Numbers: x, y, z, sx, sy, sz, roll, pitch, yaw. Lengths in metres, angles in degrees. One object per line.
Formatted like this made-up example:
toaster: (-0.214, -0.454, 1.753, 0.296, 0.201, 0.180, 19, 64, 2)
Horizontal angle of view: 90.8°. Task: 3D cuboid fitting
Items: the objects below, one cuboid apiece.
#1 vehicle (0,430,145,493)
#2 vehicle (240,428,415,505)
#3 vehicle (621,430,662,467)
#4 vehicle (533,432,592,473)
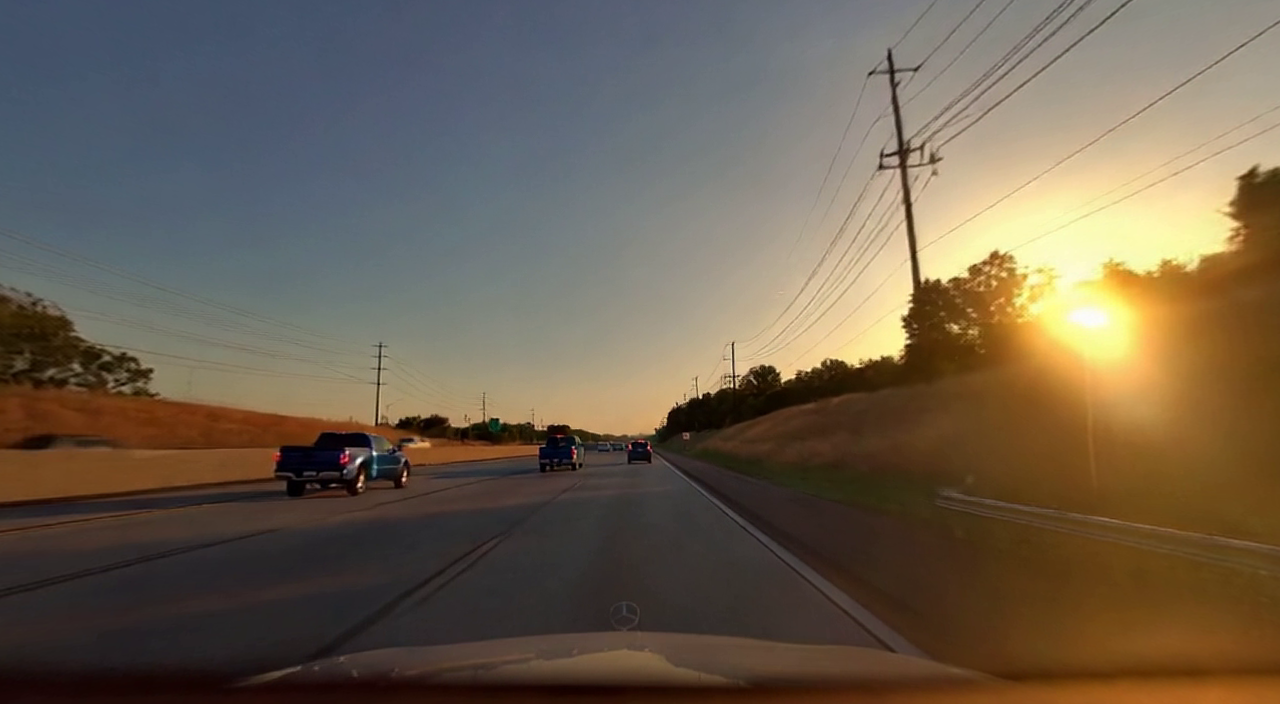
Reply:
vehicle: (-25.012, 4.538, 26.560, 2.574, 2.287, 7.028, 0, -8, 0)
vehicle: (-7.408, 2.760, 15.599, 2.013, 1.609, 4.446, 0, -8, 0)
vehicle: (0.113, 6.016, 39.530, 2.358, 2.144, 4.713, 0, -8, 1)
vehicle: (-3.662, 4.896, 30.964, 2.204, 1.812, 5.289, 0, -8, 0)
